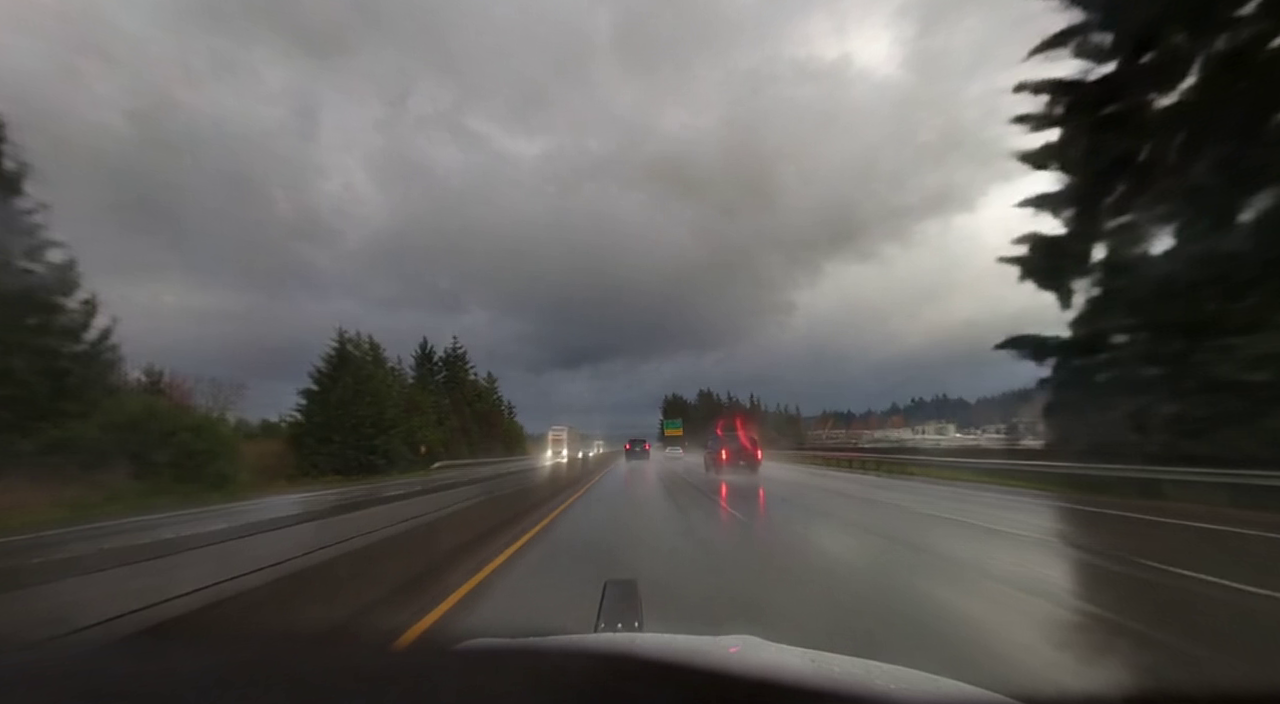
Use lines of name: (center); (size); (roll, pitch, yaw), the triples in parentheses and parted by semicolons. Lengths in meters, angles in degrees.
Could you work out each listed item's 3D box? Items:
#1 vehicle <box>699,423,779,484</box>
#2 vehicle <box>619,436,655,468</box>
vehicle: (3.478, 3.695, 23.046); (1.981, 1.984, 4.623); (0, -9, -2)
vehicle: (-0.216, 6.444, 40.630); (2.192, 1.912, 4.524); (0, -9, -1)
